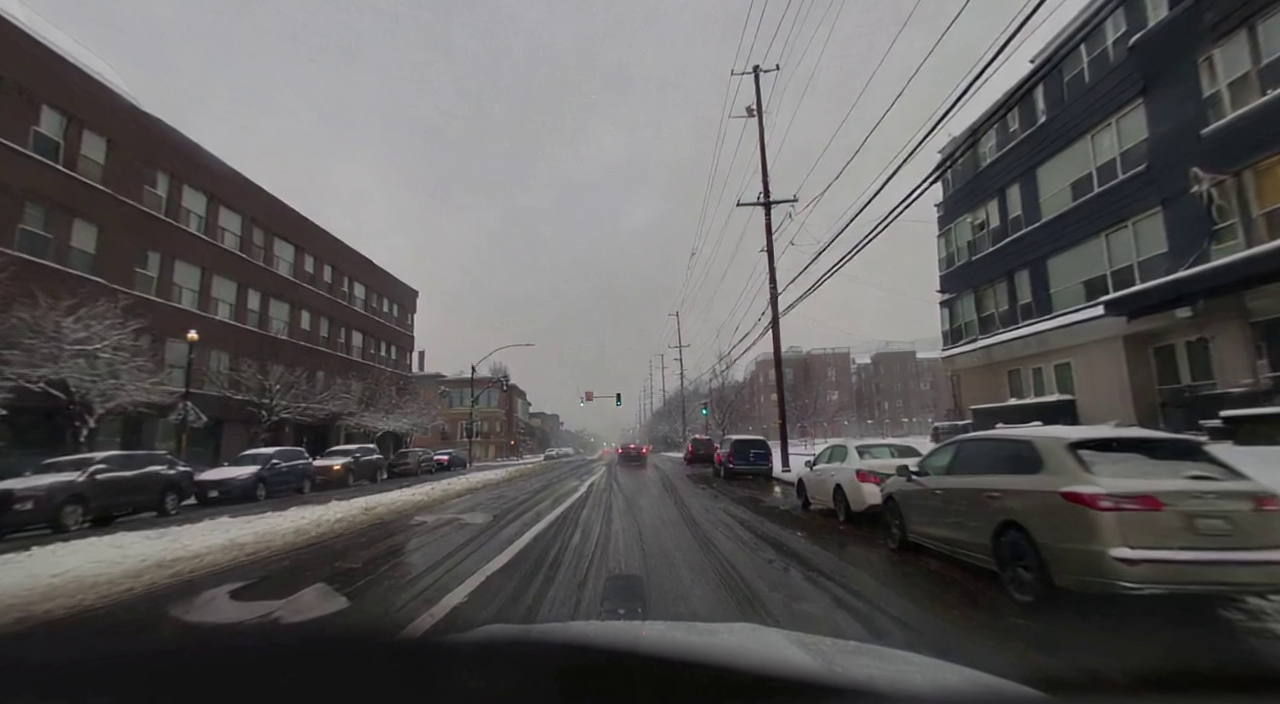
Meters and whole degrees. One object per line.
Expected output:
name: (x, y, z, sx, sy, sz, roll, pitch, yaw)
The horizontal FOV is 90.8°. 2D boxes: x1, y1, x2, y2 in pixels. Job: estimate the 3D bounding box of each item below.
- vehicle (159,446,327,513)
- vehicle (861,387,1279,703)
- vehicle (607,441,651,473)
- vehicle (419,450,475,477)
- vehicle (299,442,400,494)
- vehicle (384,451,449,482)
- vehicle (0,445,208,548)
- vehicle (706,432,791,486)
vehicle: (-11.787, 3.754, 19.241, 2.039, 1.781, 4.536, 0, -8, 1)
vehicle: (3.966, 1.381, 5.853, 1.973, 1.660, 5.031, 0, -8, 0)
vehicle: (-0.492, 5.120, 30.952, 2.019, 1.453, 4.129, 0, -8, 1)
vehicle: (-11.672, 6.732, 38.544, 1.910, 1.498, 4.662, 0, -8, 1)
vehicle: (-11.778, 4.684, 26.047, 1.997, 1.918, 4.736, 0, -8, -1)
vehicle: (-11.854, 6.065, 33.754, 2.004, 1.526, 3.807, 0, -8, 1)
vehicle: (-11.740, 2.917, 13.524, 1.920, 1.813, 4.372, 0, -8, -1)
vehicle: (3.795, 3.859, 23.029, 2.186, 1.764, 4.470, 0, -8, -2)
